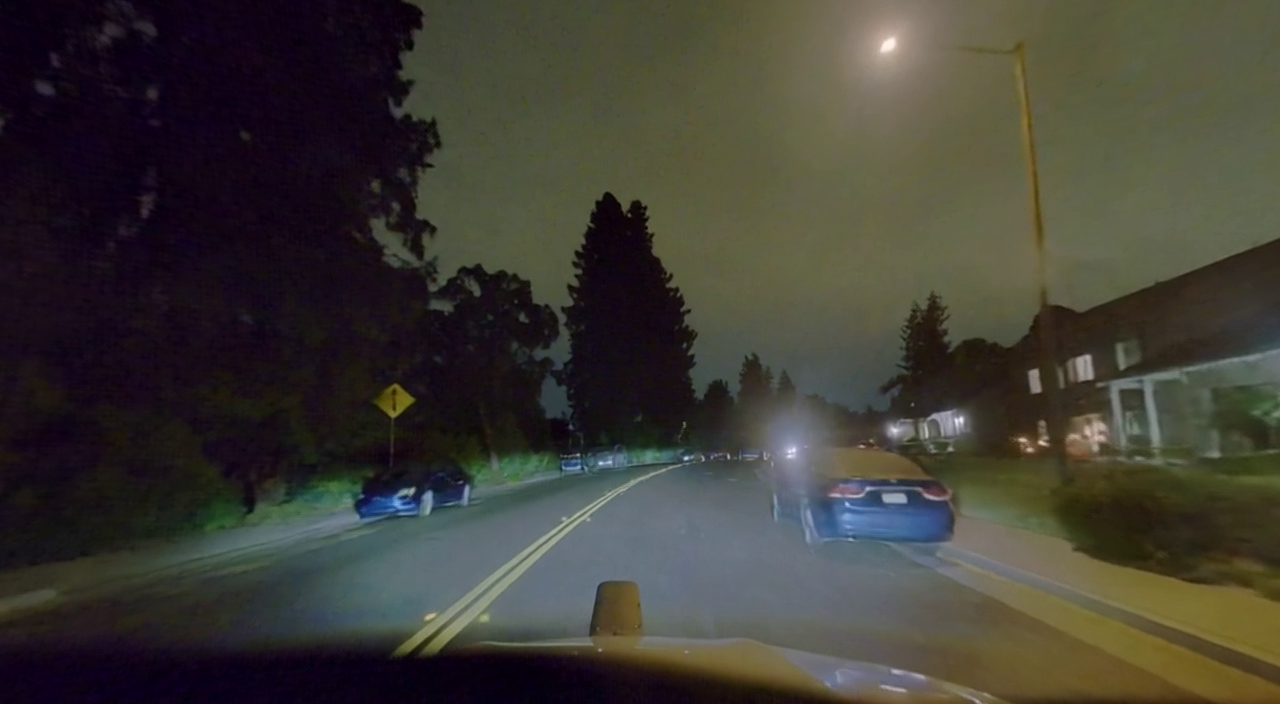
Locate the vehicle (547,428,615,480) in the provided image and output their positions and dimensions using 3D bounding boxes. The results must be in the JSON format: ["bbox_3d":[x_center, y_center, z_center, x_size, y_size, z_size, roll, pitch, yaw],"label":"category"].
[{"bbox_3d":[-3.184,5.913,35.738,2.334,2.126,6.444,-6,-15,7],"label":"vehicle"}]

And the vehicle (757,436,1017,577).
[{"bbox_3d":[3.018,1.958,8.852,1.972,1.460,4.137,-1,-8,0],"label":"vehicle"}]

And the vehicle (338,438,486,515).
[{"bbox_3d":[-5.455,3.233,15.815,2.005,1.557,4.172,-3,-15,2],"label":"vehicle"}]
